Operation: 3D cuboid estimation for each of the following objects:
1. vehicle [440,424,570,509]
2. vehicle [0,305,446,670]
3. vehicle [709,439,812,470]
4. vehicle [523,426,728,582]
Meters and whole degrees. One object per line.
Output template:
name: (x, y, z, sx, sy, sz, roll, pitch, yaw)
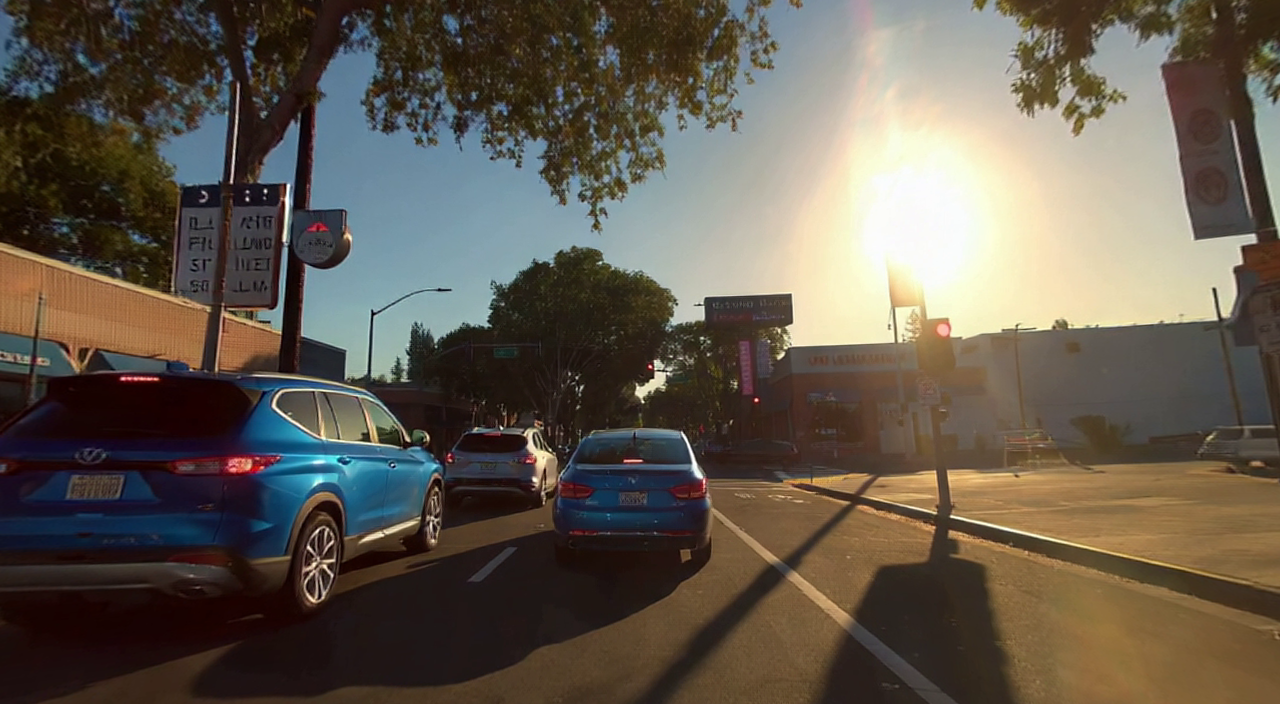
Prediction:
vehicle: (-2.924, 2.596, 14.617, 2.047, 1.664, 4.148, 0, -8, 1)
vehicle: (-3.812, 1.132, 6.227, 2.152, 2.118, 5.066, 0, -8, 0)
vehicle: (6.130, 5.232, 32.203, 4.809, 1.476, 1.845, 1, -9, -9)
vehicle: (-0.169, 1.780, 8.188, 1.966, 1.481, 4.146, 0, -8, -1)
